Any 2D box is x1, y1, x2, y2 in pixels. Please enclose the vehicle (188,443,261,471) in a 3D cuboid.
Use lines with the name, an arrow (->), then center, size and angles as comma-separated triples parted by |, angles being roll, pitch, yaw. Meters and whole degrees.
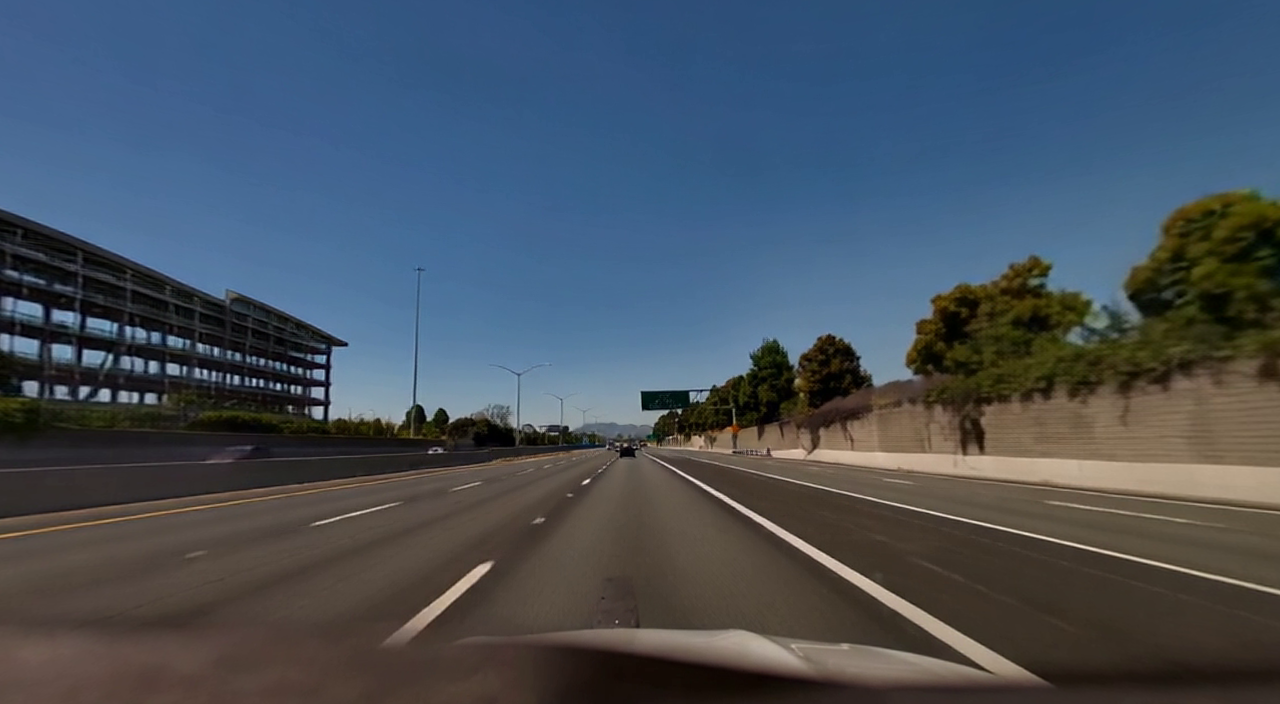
vehicle -> -26.647, 6.758, 40.716 | 1.881, 1.675, 4.137 | 0, -9, 0
